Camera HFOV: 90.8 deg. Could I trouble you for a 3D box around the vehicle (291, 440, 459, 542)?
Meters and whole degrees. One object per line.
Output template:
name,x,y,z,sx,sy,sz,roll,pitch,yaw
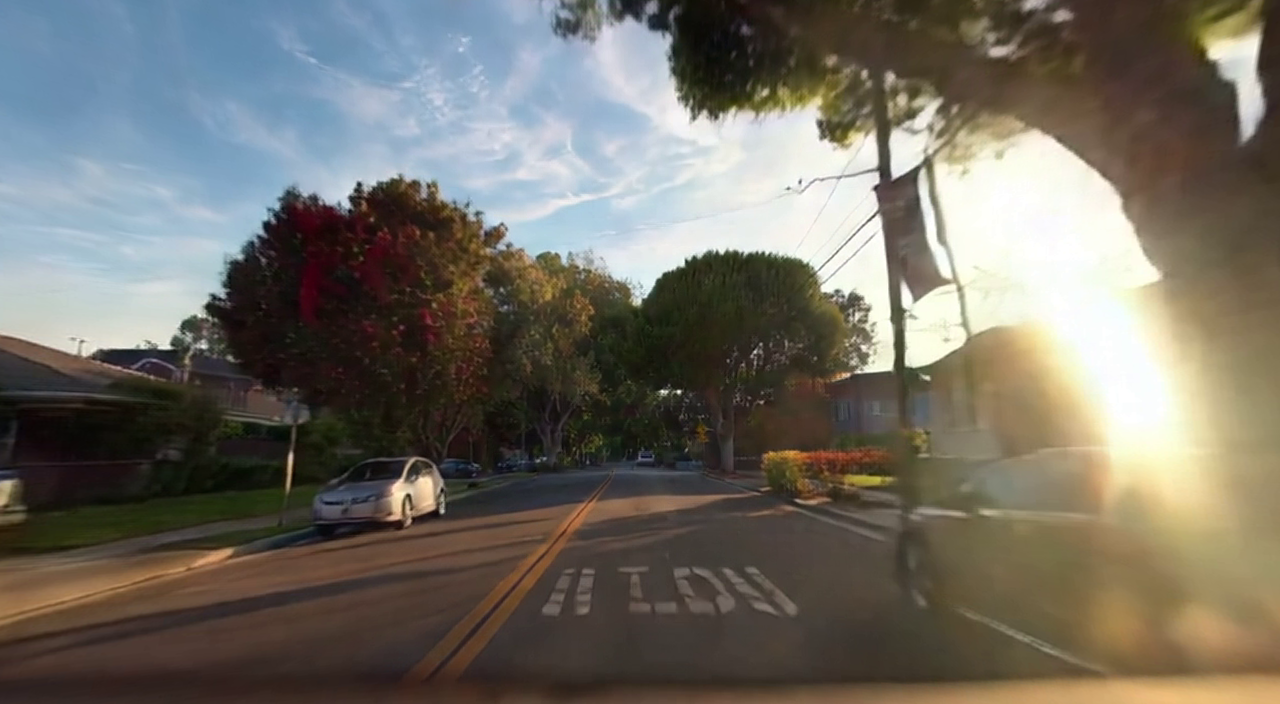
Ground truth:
vehicle,-5.782,3.039,14.448,2.027,1.803,4.306,-4,-9,0

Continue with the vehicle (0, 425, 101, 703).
vehicle,-5.389,1.182,2.356,2.155,1.907,5.100,-1,-8,1

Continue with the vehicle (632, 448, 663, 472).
vehicle,0.464,7.332,43.011,2.022,1.481,4.050,0,-9,-1

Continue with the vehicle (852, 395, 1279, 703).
vehicle,3.007,1.154,3.514,2.047,1.532,4.350,0,-9,-1
